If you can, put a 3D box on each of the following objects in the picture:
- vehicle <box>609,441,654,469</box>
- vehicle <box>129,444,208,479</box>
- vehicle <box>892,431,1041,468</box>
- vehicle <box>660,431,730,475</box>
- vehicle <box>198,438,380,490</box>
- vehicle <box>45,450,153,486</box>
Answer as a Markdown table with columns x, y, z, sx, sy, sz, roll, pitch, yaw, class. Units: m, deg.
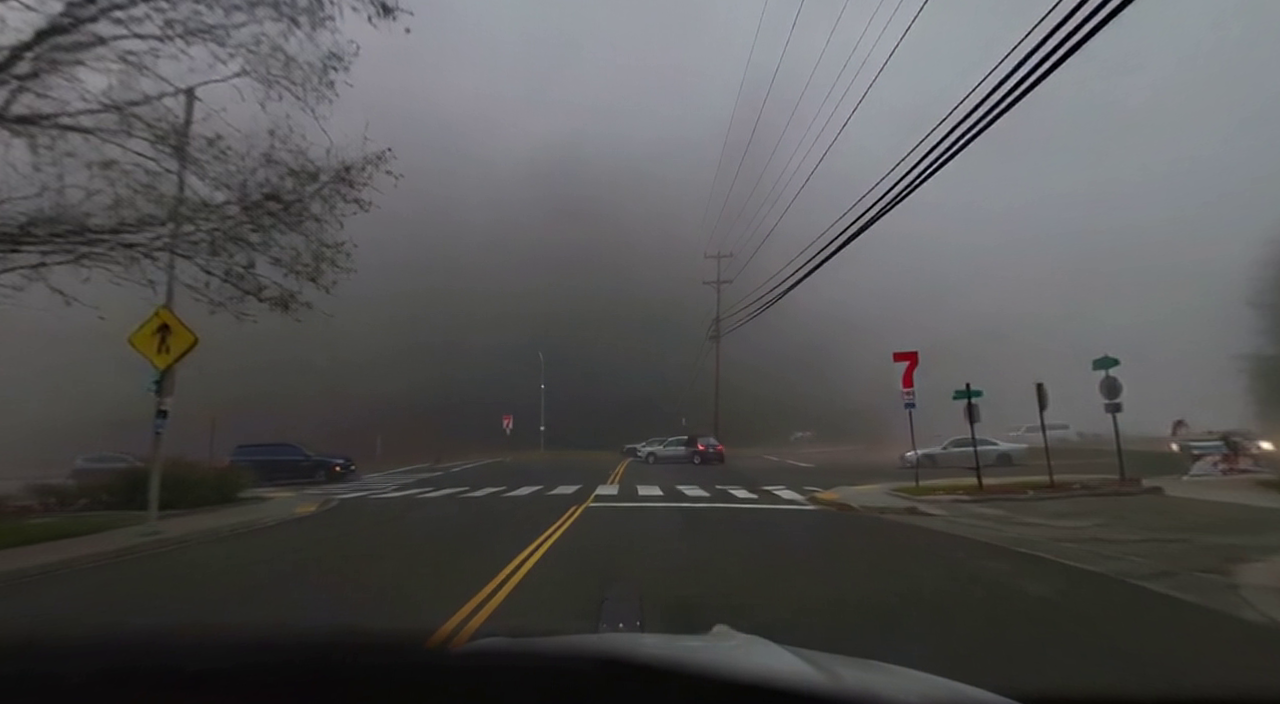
| x | y | z | sx | sy | sz | roll | pitch | yaw | class |
| --- | --- | --- | --- | --- | --- | --- | --- | --- | --- |
| -0.514 | 5.566 | 34.383 | 1.874 | 1.427 | 3.976 | 1 | -9 | -9 | vehicle |
| -30.287 | 7.002 | 40.767 | 2.087 | 2.103 | 4.490 | 1 | -8 | -8 | vehicle |
| 13.035 | 3.933 | 25.468 | 4.872 | 1.400 | 1.955 | -1 | -8 | 3 | vehicle |
| 2.499 | 4.799 | 30.293 | 2.553 | 1.868 | 5.536 | 0 | -8 | -3 | vehicle |
| -13.817 | 4.428 | 25.249 | 5.866 | 1.904 | 2.197 | 1 | -8 | -6 | vehicle |
| -29.218 | 6.249 | 34.356 | 2.085 | 1.763 | 4.658 | 1 | -8 | -6 | vehicle |
